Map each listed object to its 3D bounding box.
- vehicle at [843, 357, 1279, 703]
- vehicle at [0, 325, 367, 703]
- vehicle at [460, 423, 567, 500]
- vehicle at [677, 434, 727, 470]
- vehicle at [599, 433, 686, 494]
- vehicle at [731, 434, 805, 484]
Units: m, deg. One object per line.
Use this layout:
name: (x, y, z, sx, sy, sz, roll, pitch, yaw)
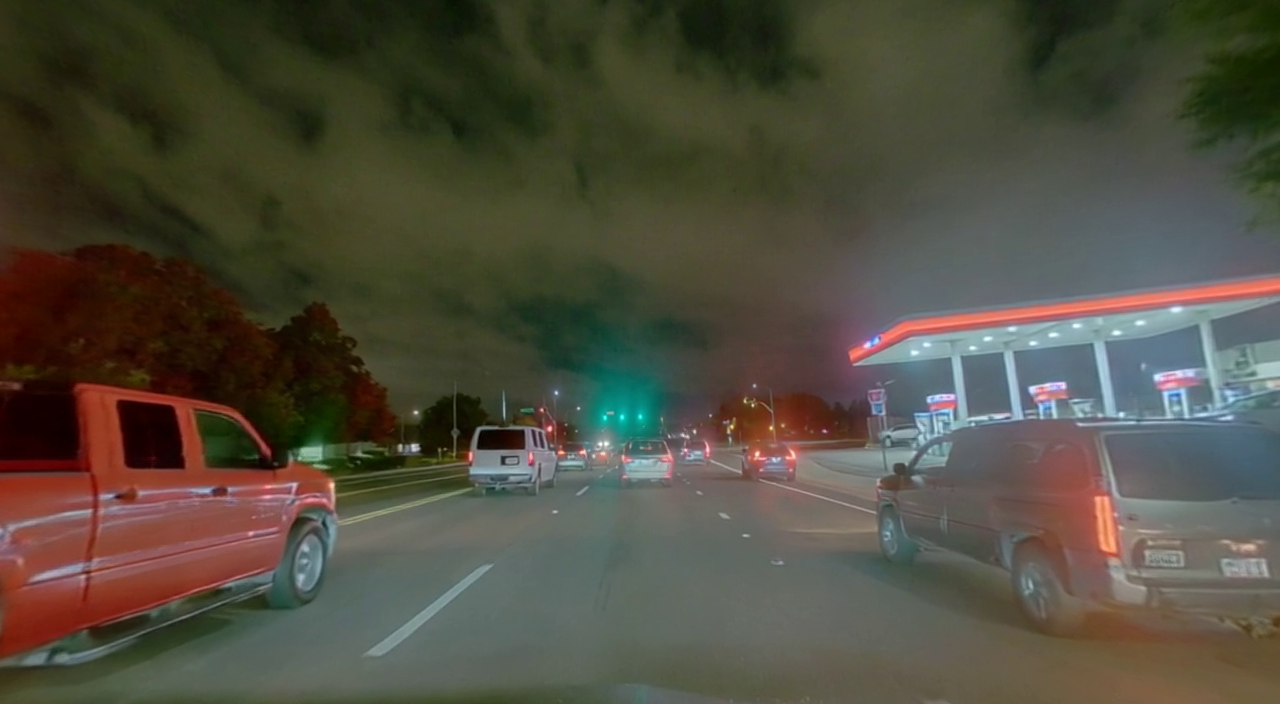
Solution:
vehicle: (3.644, 1.262, 5.520, 2.055, 1.786, 4.817, 0, -8, 0)
vehicle: (-3.495, 0.850, 2.955, 2.002, 1.747, 5.173, 0, -8, 1)
vehicle: (-3.505, 3.151, 18.477, 2.025, 1.936, 4.995, 0, -8, 1)
vehicle: (3.298, 5.423, 34.338, 2.193, 1.795, 5.130, 0, -8, 0)
vehicle: (0.062, 3.541, 20.466, 2.426, 1.703, 5.602, 0, -8, 0)
vehicle: (4.749, 4.040, 23.993, 2.119, 1.696, 4.623, -1, -8, 4)
